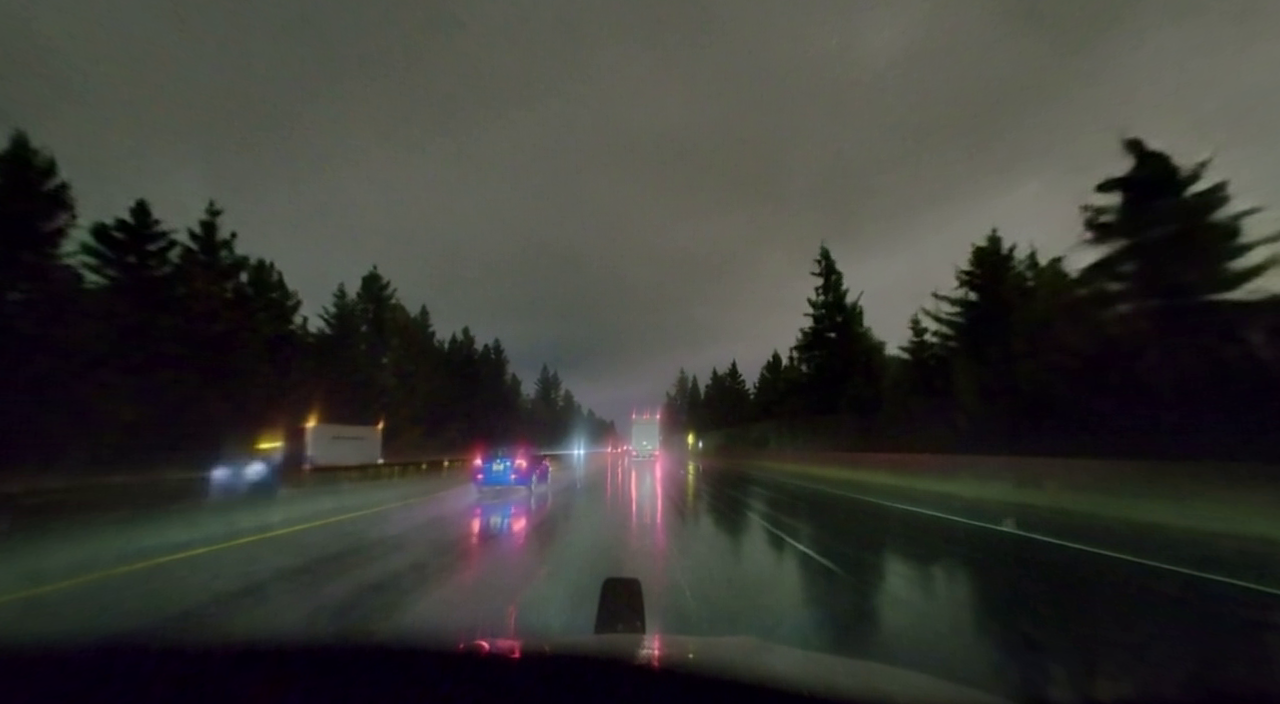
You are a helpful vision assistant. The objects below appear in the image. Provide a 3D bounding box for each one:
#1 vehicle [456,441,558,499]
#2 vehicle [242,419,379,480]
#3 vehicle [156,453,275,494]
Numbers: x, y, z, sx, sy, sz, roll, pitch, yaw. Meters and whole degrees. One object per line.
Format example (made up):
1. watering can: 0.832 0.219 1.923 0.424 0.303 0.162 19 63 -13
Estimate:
1. vehicle: -3.909 3.574 19.490 1.999 1.533 4.870 -1 -9 1
2. vehicle: -23.709 7.170 46.422 2.972 3.912 10.298 -2 -9 11
3. vehicle: -16.895 4.827 25.430 1.788 1.455 4.243 -1 -9 1
